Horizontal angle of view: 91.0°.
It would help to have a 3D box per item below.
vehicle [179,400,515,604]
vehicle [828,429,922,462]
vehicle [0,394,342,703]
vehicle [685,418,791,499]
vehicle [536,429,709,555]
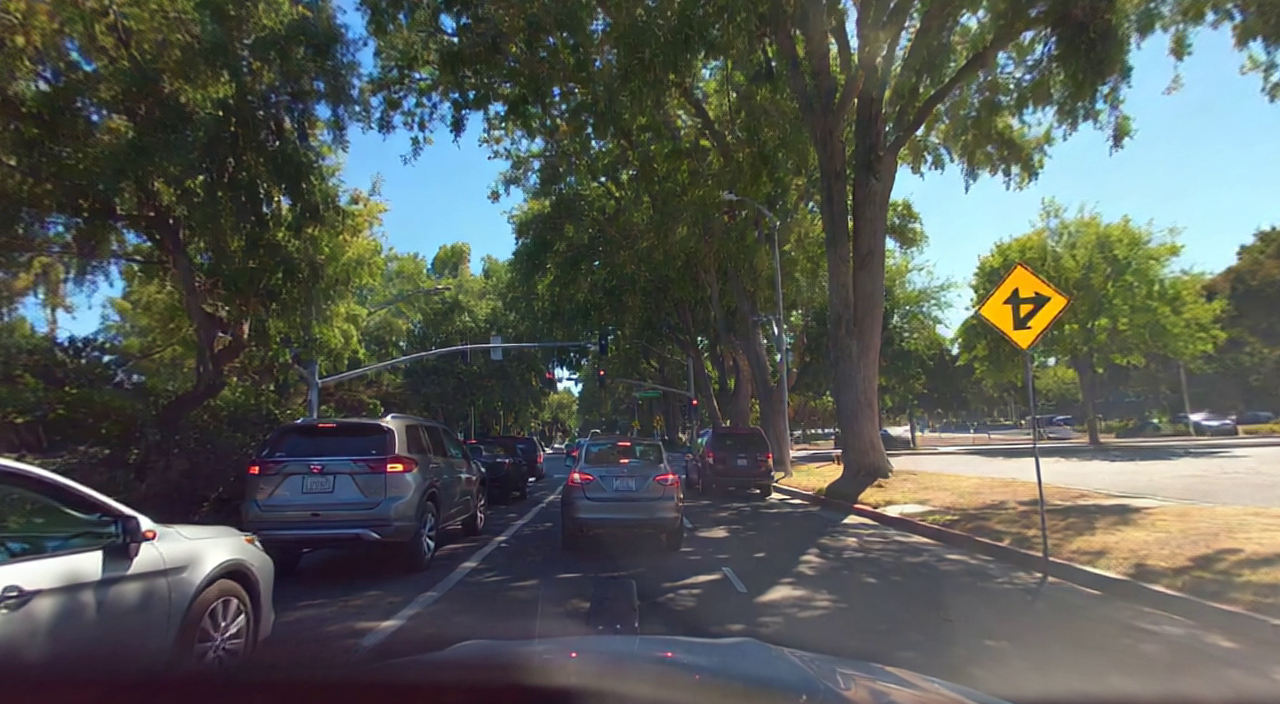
[{"bbox_3d":[-2.899,1.573,7.452,1.964,1.712,4.097,0,-8,0],"label":"vehicle"},{"bbox_3d":[11.378,4.559,30.693,3.883,1.534,1.779,0,-8,2],"label":"vehicle"},{"bbox_3d":[-2.921,0.836,1.616,1.974,1.484,4.716,0,-8,0],"label":"vehicle"},{"bbox_3d":[2.449,2.826,16.981,2.059,1.864,4.541,0,-8,-1],"label":"vehicle"},{"bbox_3d":[-0.257,1.922,9.343,2.025,1.453,3.848,0,-8,-2],"label":"vehicle"}]
